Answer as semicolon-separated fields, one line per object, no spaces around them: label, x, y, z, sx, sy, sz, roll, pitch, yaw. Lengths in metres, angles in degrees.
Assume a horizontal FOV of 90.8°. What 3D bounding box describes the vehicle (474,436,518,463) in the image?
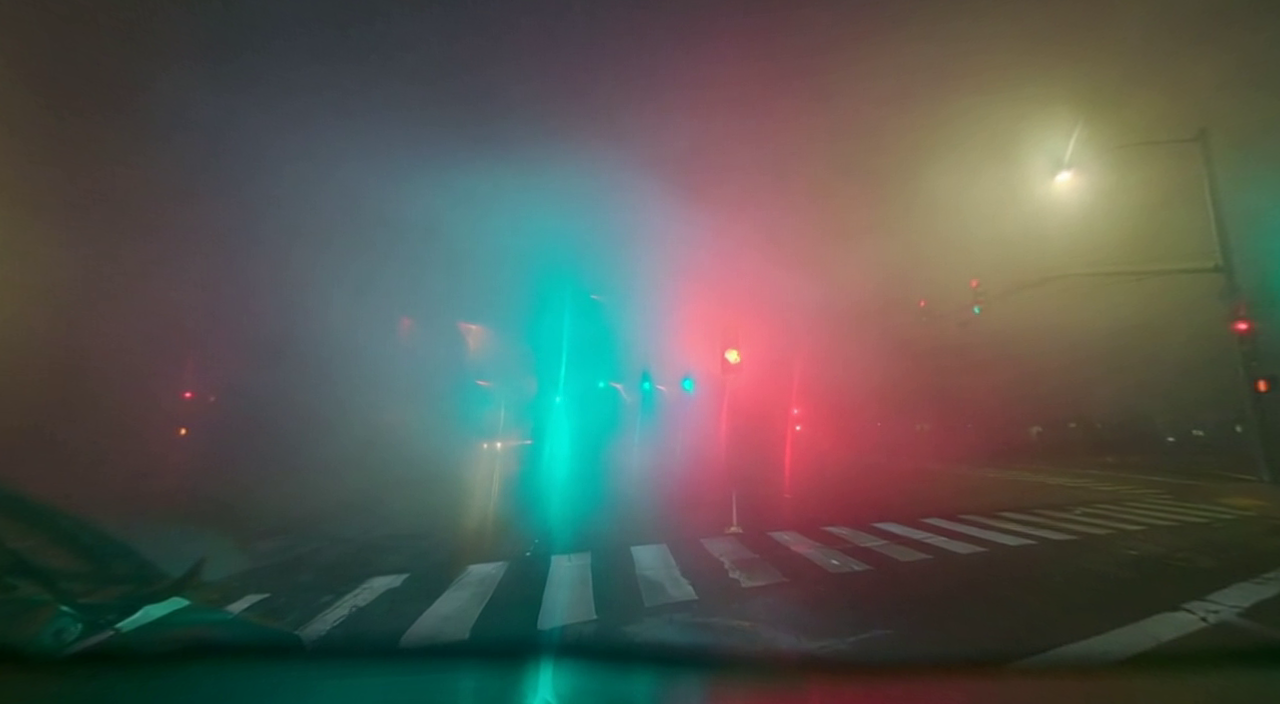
vehicle;-9.737;6.624;43.019;1.988;1.692;4.412;0;-8;0
